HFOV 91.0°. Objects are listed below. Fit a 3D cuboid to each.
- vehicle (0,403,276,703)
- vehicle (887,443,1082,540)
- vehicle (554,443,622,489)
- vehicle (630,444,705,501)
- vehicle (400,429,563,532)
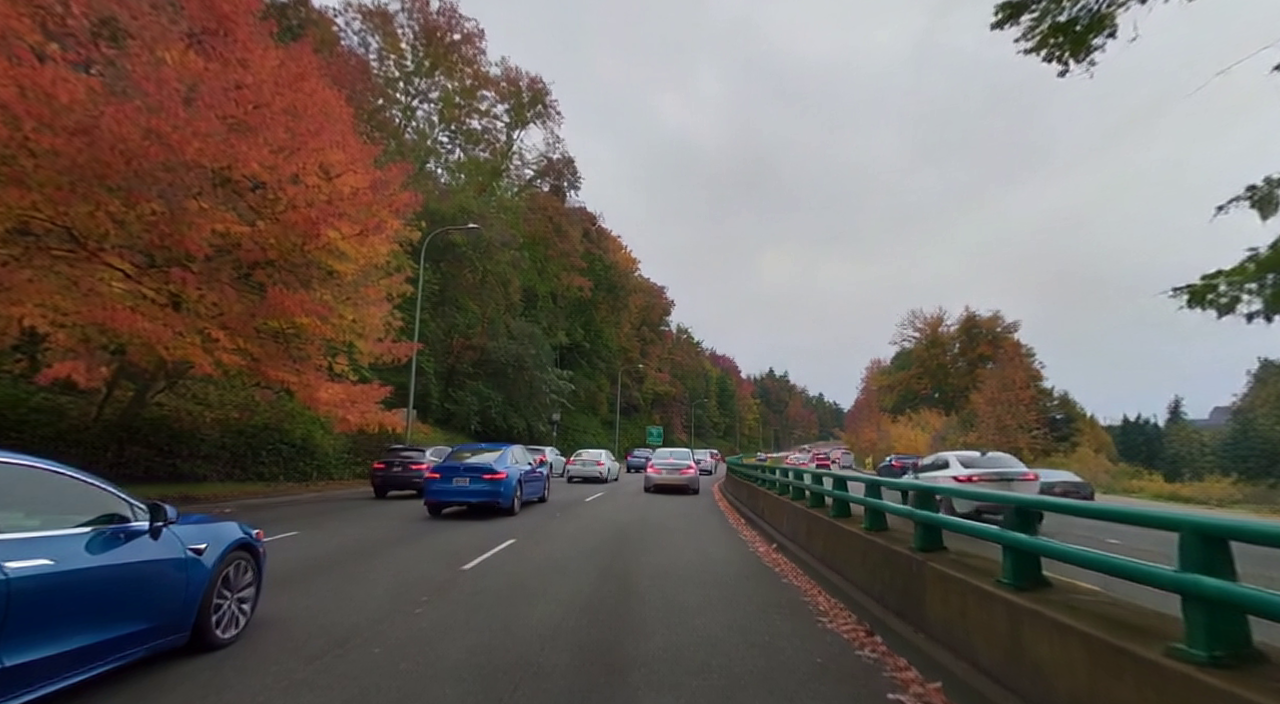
[{"bbox_3d":[-3.489,0.893,2.085,1.921,1.503,4.317,0,-9,1],"label":"vehicle"},{"bbox_3d":[6.812,2.744,13.053,1.768,1.634,4.064,0,-9,1],"label":"vehicle"},{"bbox_3d":[-1.948,4.454,25.030,1.930,1.635,4.260,0,-9,6],"label":"vehicle"},{"bbox_3d":[0.881,3.578,19.138,2.015,1.506,4.276,0,-9,3],"label":"vehicle"},{"bbox_3d":[-2.917,2.481,12.776,1.979,1.663,4.513,0,-9,2],"label":"vehicle"}]
